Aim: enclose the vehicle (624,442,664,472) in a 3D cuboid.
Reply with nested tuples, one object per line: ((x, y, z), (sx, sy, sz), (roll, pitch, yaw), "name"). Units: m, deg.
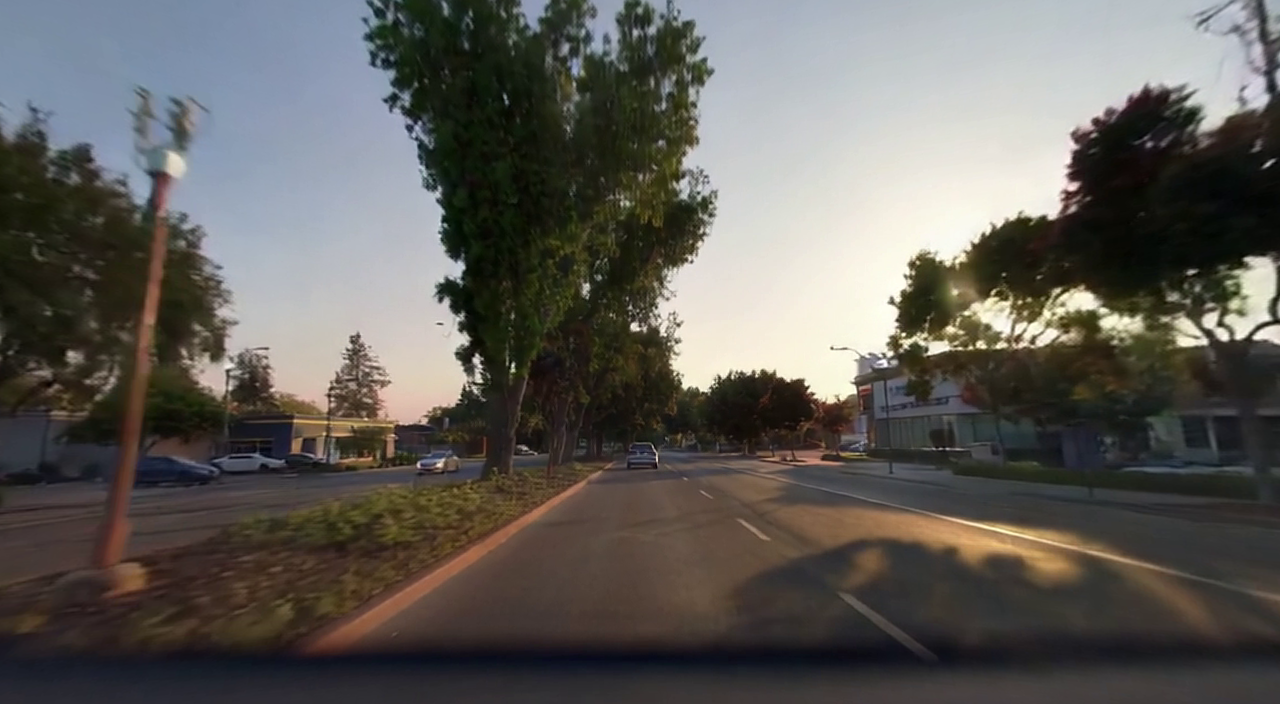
((0.140, 5.517, 33.177), (1.998, 1.452, 3.773), (0, -8, -1), "vehicle")

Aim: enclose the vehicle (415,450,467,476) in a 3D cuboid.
((-12.526, 7.010, 39.951), (1.833, 1.469, 4.343), (0, -8, 1), "vehicle")

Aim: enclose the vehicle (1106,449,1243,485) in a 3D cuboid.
((24.336, 5.205, 28.926), (1.863, 1.454, 4.758), (1, -9, -5), "vehicle")

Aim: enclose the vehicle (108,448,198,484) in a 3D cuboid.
((-28.198, 6.581, 36.676), (2.061, 1.871, 5.360), (2, -9, -14), "vehicle")
